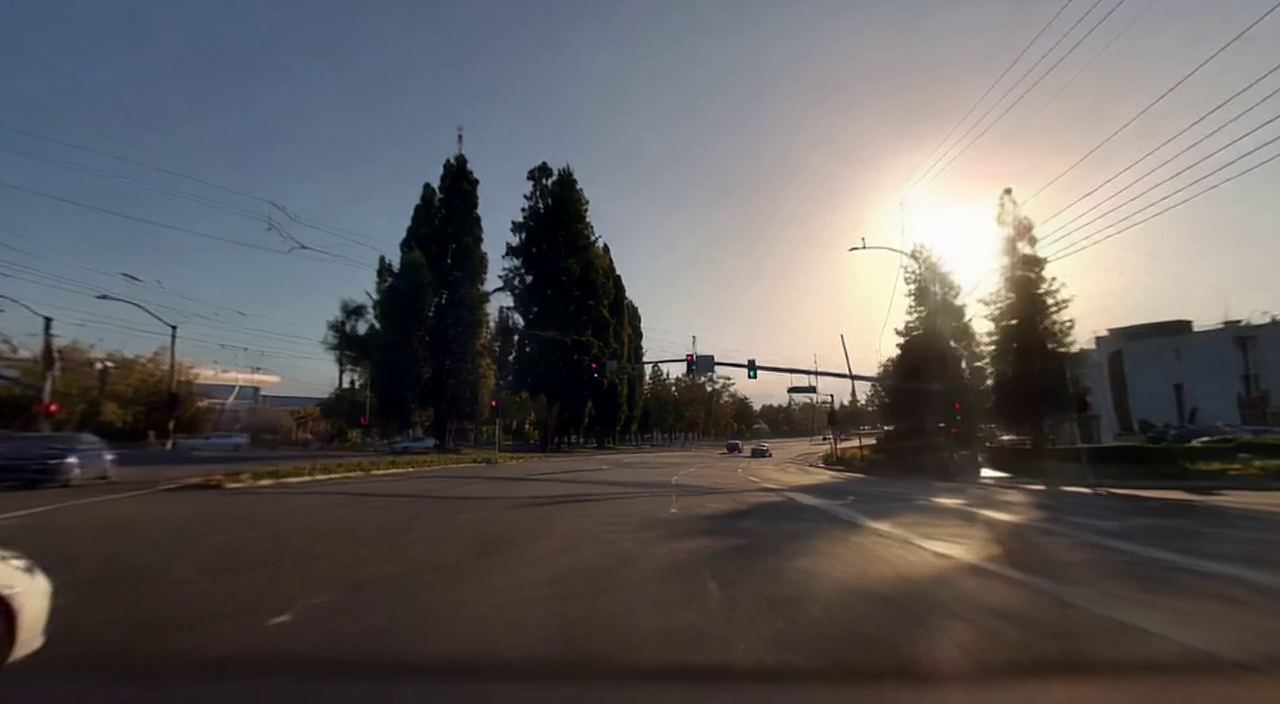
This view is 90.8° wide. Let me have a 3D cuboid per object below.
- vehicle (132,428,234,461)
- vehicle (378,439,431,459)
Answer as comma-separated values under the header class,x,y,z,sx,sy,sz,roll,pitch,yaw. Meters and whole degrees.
class,x,y,z,sx,sy,sz,roll,pitch,yaw
vehicle,-27.076,5.545,37.694,1.972,1.817,4.846,-2,-9,9
vehicle,-18.460,7.622,49.798,1.844,1.455,4.538,-2,-9,9
